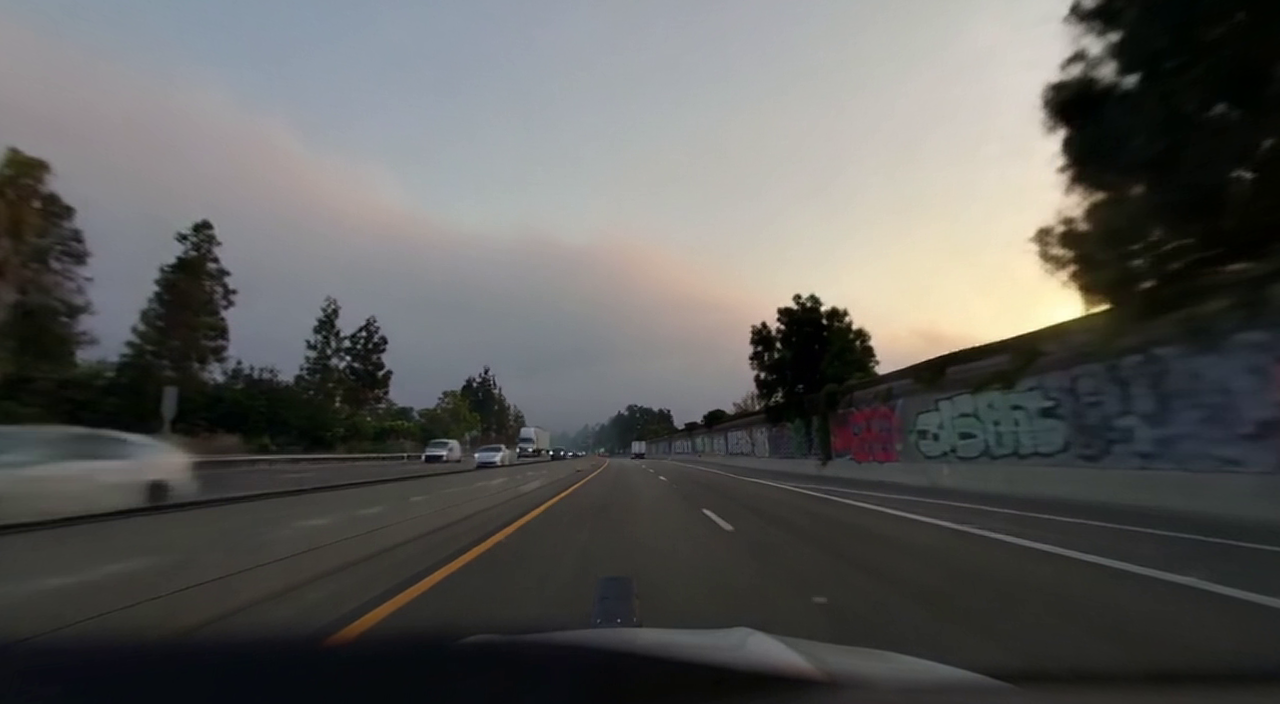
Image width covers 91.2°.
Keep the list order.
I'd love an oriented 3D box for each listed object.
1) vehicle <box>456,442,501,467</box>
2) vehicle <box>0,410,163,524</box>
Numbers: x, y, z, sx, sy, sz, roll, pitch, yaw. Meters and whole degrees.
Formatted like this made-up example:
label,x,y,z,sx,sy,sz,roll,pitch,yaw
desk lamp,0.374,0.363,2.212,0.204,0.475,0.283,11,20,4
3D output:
label,x,y,z,sx,sy,sz,roll,pitch,yaw
vehicle,-10.089,6.466,39.527,1.813,1.466,3.902,0,-9,0
vehicle,-9.362,1.639,9.028,1.834,1.482,3.947,0,-9,0
